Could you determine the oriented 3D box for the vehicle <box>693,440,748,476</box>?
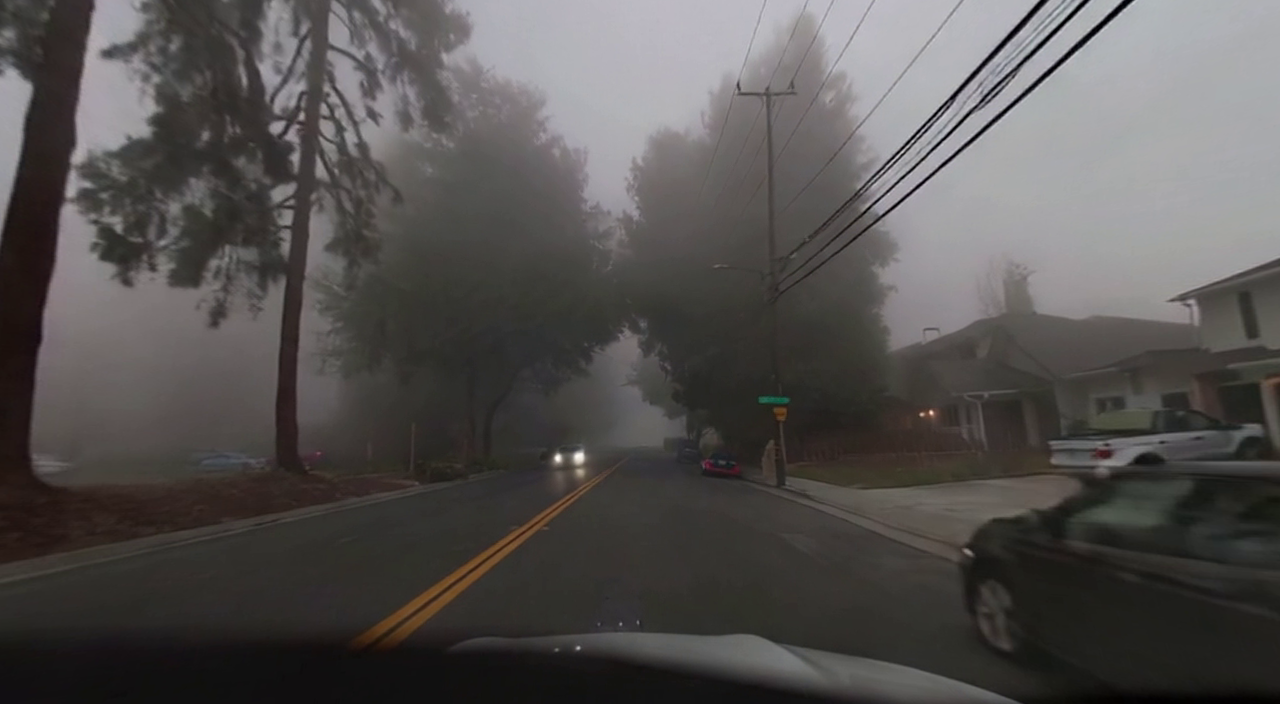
[{"bbox_3d":[3.644,4.872,29.319,1.915,1.491,4.642,0,-8,0],"label":"vehicle"}]

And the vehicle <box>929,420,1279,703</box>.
[{"bbox_3d":[3.192,0.982,2.377,1.990,1.435,4.526,0,-8,-1],"label":"vehicle"}]

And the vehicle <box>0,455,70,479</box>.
[{"bbox_3d":[-41.082,7.670,42.185,4.019,1.503,1.979,0,-8,0],"label":"vehicle"}]

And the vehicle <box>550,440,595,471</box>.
[{"bbox_3d":[-3.543,5.468,33.609,1.839,1.520,3.656,-1,-8,2],"label":"vehicle"}]
